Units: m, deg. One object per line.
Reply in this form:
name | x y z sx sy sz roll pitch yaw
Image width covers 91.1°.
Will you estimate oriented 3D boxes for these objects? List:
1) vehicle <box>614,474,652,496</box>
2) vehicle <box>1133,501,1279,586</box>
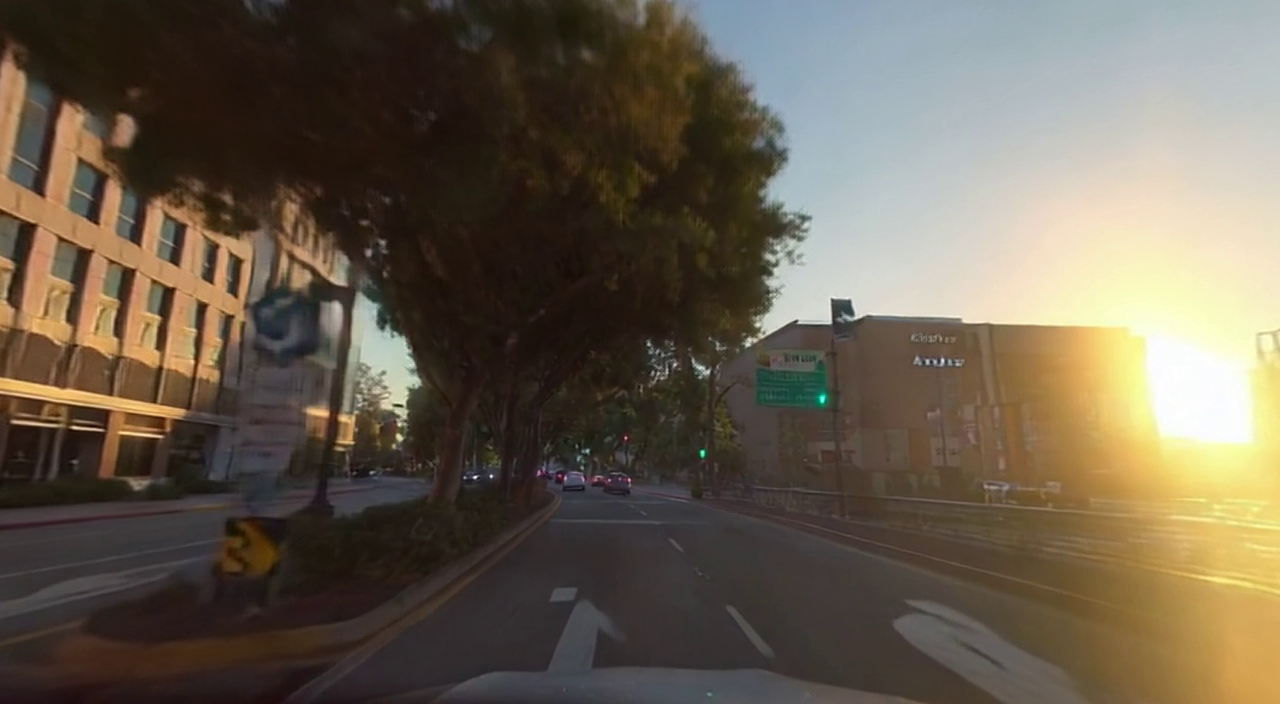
vehicle | -0.451 7.828 37.030 1.775 1.186 2.933 2 -11 -11
vehicle | 12.640 3.751 12.504 3.937 1.417 1.870 -1 -11 5
